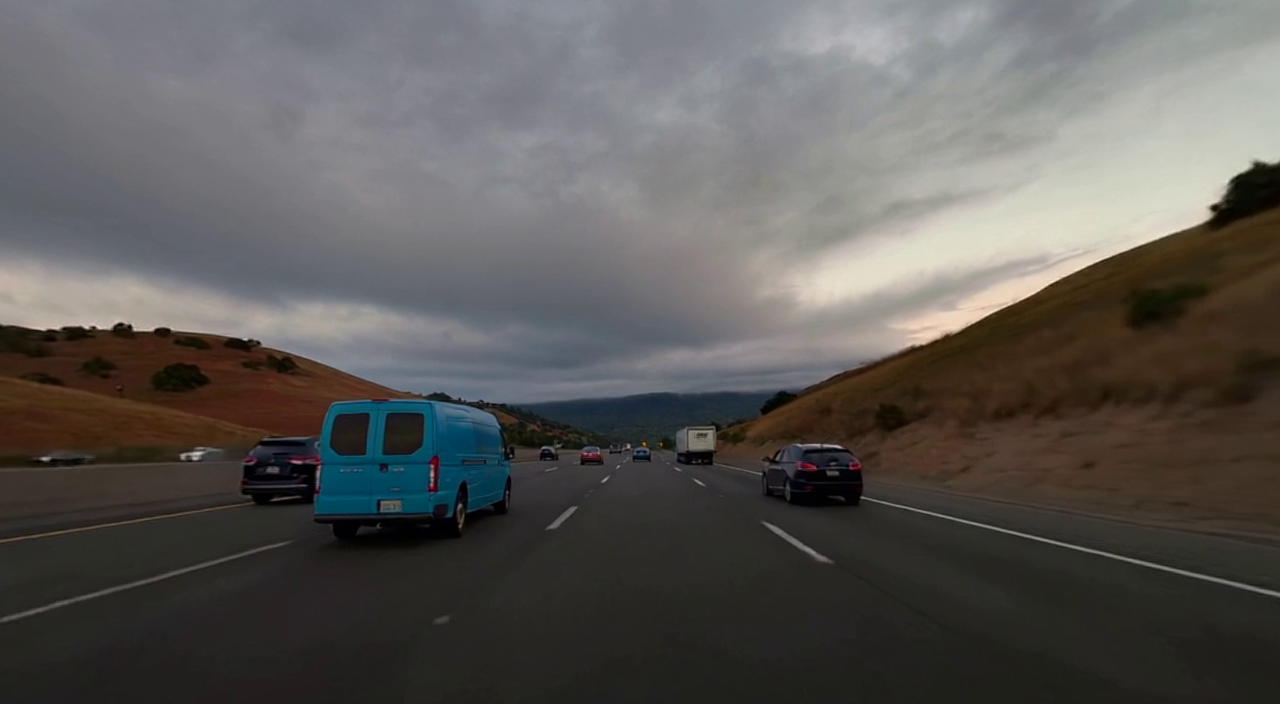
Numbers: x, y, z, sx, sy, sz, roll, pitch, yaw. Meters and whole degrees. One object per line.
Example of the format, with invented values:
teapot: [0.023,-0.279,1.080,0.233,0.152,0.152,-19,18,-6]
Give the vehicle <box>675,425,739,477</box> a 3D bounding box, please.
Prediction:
vehicle: [3.783,5.879,37.358,2.877,2.730,7.831,0,-9,-1]

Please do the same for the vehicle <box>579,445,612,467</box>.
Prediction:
vehicle: [-3.312,7.784,47.199,2.138,1.581,4.340,0,-9,0]

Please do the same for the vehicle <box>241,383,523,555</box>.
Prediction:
vehicle: [-3.852,1.942,11.045,2.421,2.203,5.775,0,-9,1]

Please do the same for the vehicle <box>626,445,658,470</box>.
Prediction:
vehicle: [0.134,6.954,41.715,2.014,1.543,3.804,0,-9,-1]

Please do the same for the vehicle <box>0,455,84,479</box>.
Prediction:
vehicle: [-42.409,8.119,44.664,1.752,1.502,4.483,0,-9,0]

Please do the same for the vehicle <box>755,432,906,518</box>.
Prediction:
vehicle: [3.995,2.658,14.064,2.051,1.598,4.145,0,-9,0]

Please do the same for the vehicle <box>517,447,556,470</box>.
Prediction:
vehicle: [-7.338,7.568,44.925,2.021,1.500,4.512,0,-9,0]
